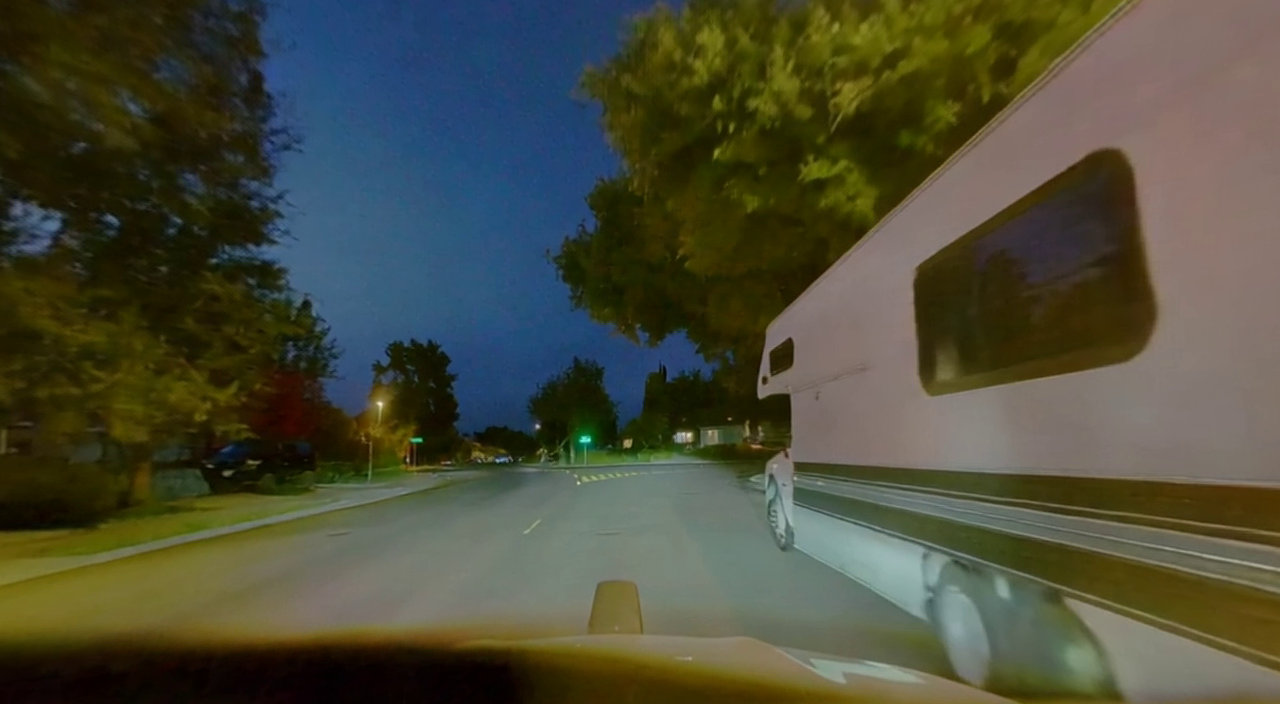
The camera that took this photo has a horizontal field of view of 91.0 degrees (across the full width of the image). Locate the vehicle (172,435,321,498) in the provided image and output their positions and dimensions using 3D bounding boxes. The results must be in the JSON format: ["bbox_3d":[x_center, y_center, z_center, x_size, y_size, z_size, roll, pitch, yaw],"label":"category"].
[{"bbox_3d":[-12.942,3.757,21.156,2.111,1.856,4.803,0,-8,-4],"label":"vehicle"}]

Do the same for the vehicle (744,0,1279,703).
[{"bbox_3d":[3.154,0.512,5.327,2.915,3.243,8.972,0,-8,-1],"label":"vehicle"}]
